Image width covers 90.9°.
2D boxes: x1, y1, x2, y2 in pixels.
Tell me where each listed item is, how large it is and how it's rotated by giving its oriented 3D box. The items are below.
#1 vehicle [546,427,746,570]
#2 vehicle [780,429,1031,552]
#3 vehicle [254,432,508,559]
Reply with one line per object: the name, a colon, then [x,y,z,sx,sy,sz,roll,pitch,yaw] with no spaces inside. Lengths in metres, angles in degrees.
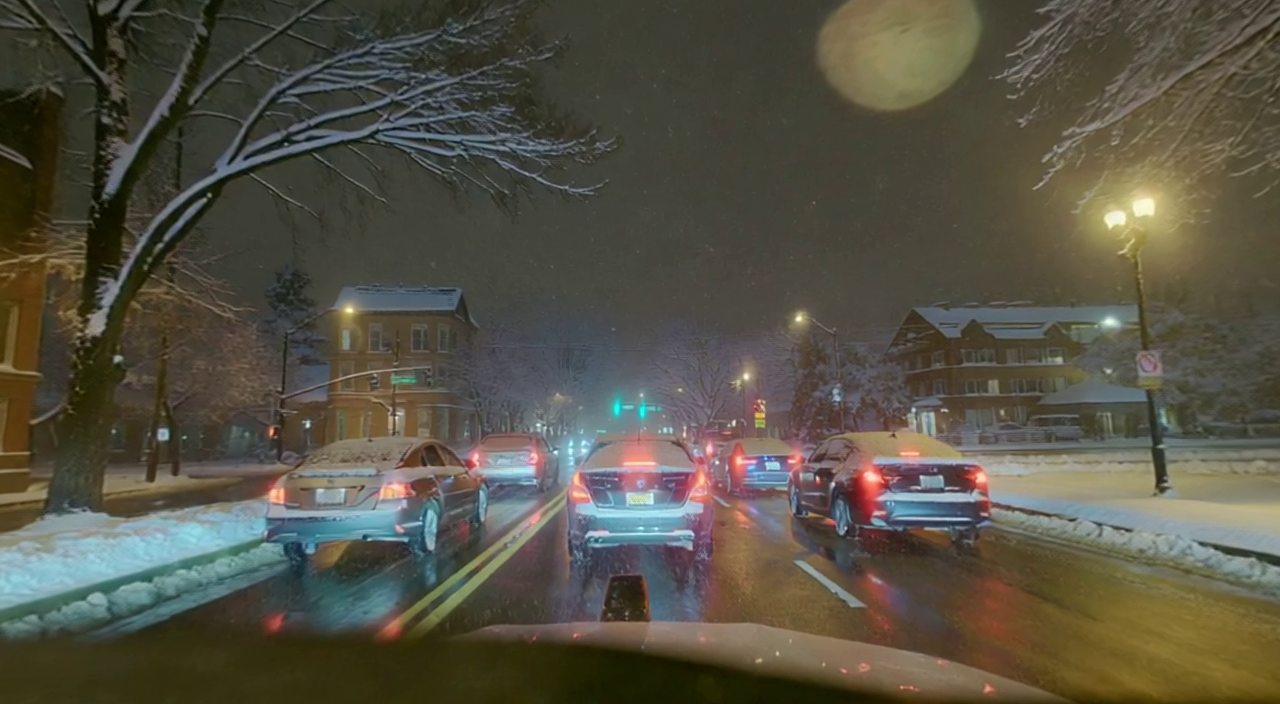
vehicle: [0.047,1.839,8.659,2.101,1.480,3.929,0,-8,0]
vehicle: [3.779,2.030,10.032,1.990,1.486,4.431,0,-8,-1]
vehicle: [-3.463,1.983,9.460,2.002,1.465,4.098,0,-8,1]
